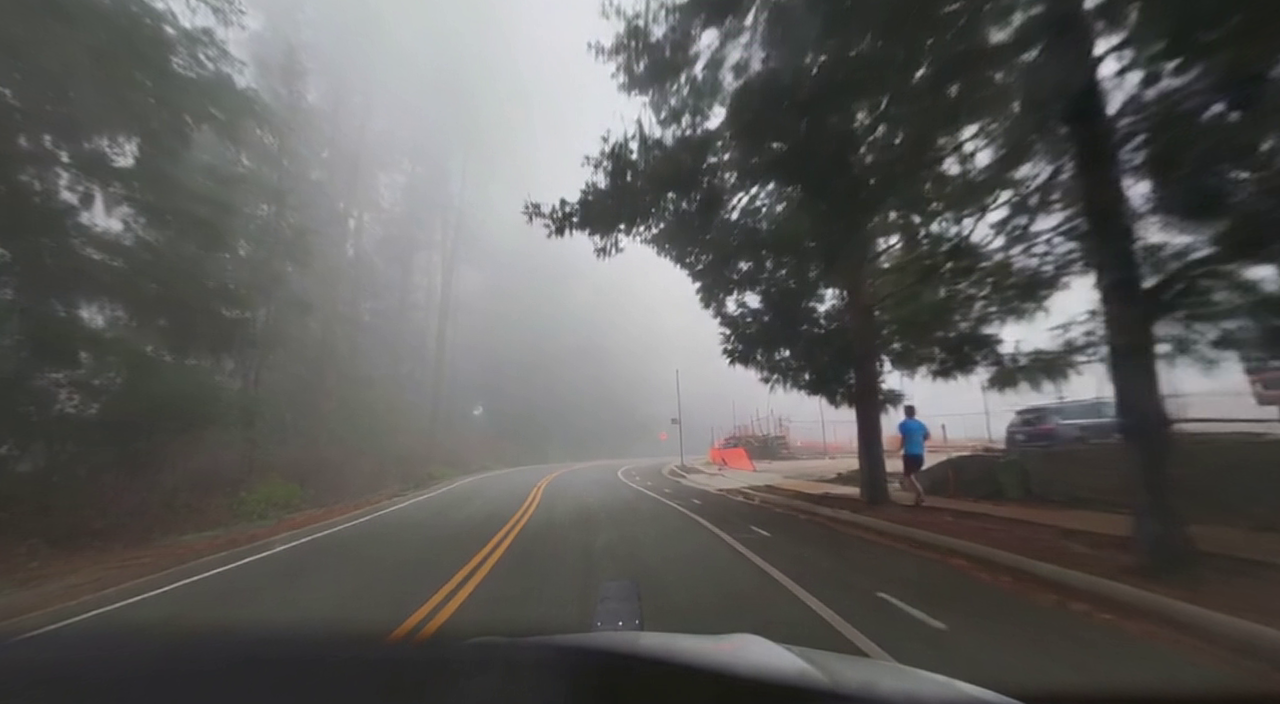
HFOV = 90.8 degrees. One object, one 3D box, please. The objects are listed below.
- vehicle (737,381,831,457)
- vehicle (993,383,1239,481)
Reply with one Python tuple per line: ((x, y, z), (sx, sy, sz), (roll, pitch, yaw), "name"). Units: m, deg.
((7.842, 4.014, 36.116), (2.984, 3.691, 10.409), (-1, -8, 0), "vehicle")
((11.838, 2.000, 15.815), (5.021, 1.930, 2.119), (-2, -10, -17), "vehicle")
